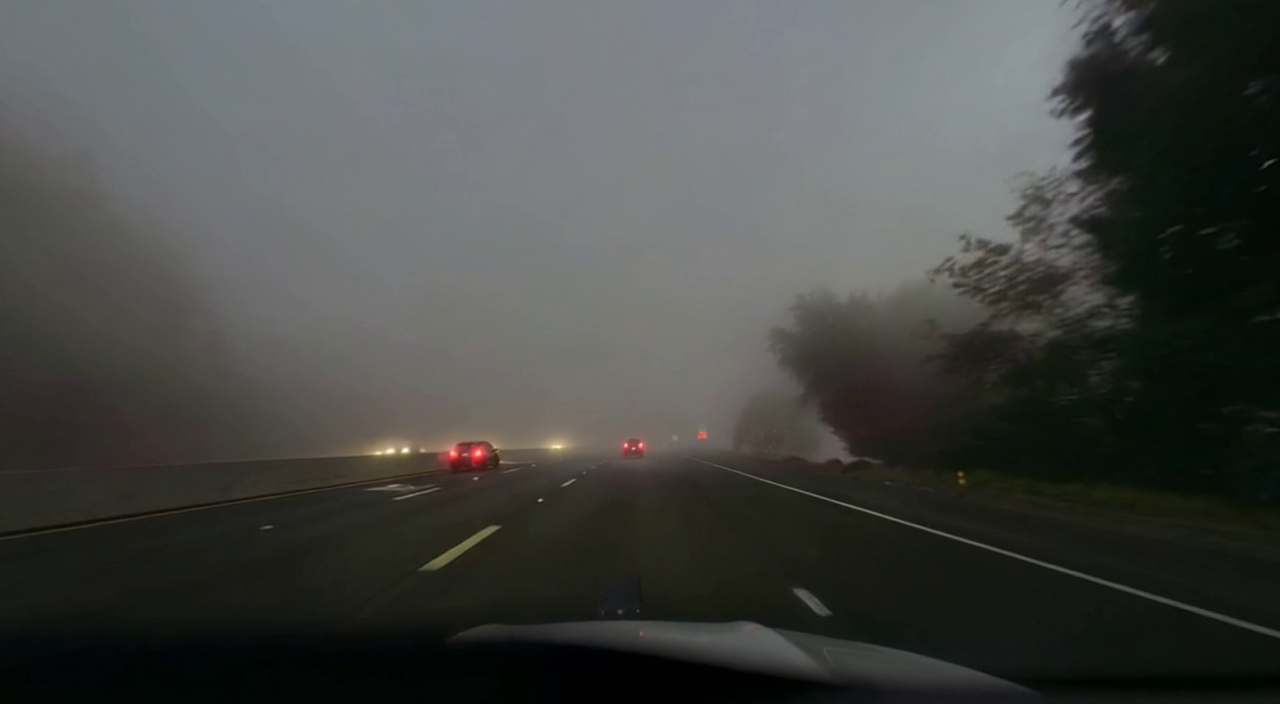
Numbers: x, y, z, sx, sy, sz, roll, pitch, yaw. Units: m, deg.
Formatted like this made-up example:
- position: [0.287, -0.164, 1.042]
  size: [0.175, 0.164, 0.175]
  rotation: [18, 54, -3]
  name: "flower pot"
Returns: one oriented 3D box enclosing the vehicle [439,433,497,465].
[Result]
- position: [-11.141, 6.300, 41.262]
  size: [2.270, 1.936, 5.190]
  rotation: [0, -8, 0]
  name: "vehicle"
